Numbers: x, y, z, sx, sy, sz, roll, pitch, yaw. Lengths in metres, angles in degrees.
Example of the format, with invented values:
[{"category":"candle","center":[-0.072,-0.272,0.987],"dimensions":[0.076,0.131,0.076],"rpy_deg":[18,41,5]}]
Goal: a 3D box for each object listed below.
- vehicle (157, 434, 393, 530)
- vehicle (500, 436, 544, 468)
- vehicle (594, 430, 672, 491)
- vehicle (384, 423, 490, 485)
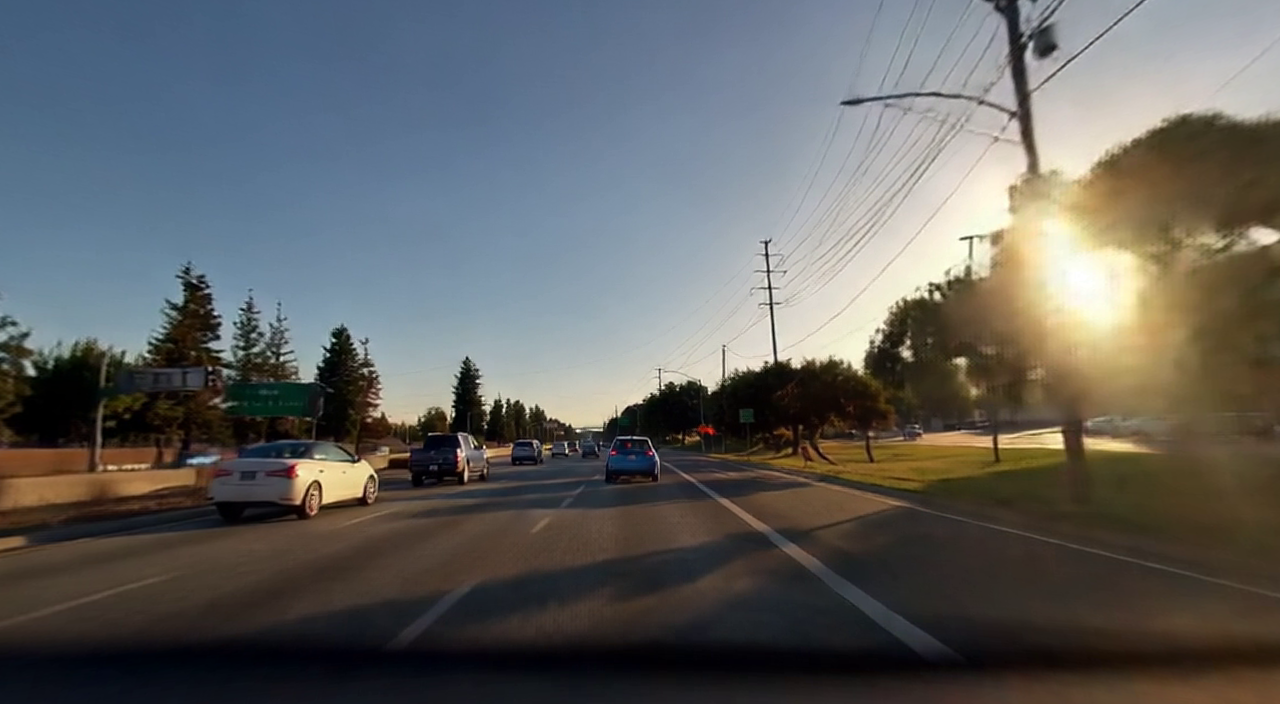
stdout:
[{"category":"vehicle","center":[-6.660,2.384,12.283],"dimensions":[1.900,1.483,4.547],"rpy_deg":[0,-8,-1]},{"category":"vehicle","center":[-6.984,5.942,37.643],"dimensions":[1.914,1.756,4.179],"rpy_deg":[0,-8,-2]},{"category":"vehicle","center":[-0.205,3.296,19.562],"dimensions":[2.140,1.653,4.108],"rpy_deg":[0,-8,0]},{"category":"vehicle","center":[-6.950,3.560,22.320],"dimensions":[2.144,1.905,4.967],"rpy_deg":[0,-8,0]}]
